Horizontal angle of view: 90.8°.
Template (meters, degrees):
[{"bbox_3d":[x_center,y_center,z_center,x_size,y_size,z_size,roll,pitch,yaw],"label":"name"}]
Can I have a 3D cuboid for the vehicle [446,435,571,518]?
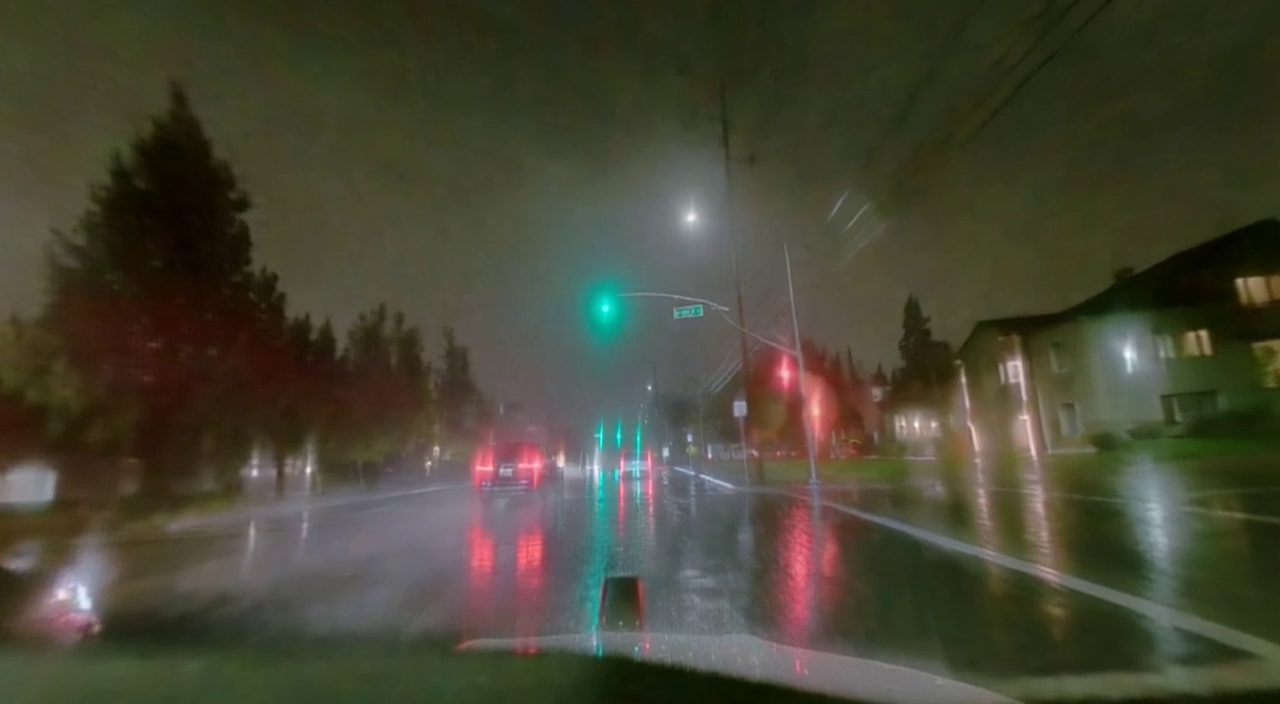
[{"bbox_3d":[-3.151,3.066,16.168,2.157,1.771,4.452,-1,-8,1],"label":"vehicle"}]

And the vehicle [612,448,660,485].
[{"bbox_3d":[-0.188,5.177,28.848,2.062,1.518,3.901,-1,-8,-1],"label":"vehicle"}]

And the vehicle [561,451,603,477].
[{"bbox_3d":[-3.731,7.330,41.448,2.268,1.522,4.350,-1,-8,0],"label":"vehicle"}]

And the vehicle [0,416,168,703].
[{"bbox_3d":[-3.521,0.793,0.998,1.934,1.475,4.741,-1,-8,-1],"label":"vehicle"}]
